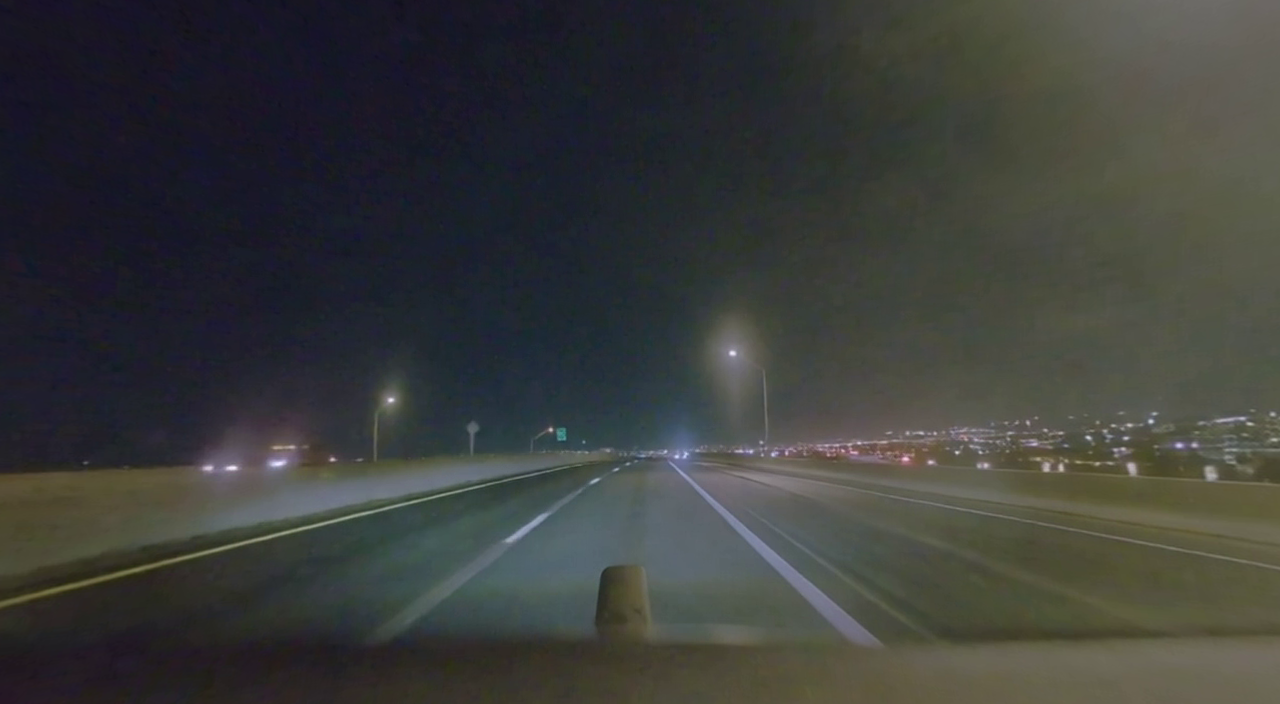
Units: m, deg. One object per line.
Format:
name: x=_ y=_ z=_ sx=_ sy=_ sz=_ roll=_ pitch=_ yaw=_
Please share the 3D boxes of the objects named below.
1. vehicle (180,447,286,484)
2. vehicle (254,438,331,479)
vehicle: x=-23.002 y=6.393 z=35.996 sx=2.239 sy=1.889 sz=5.569 roll=-1 pitch=-9 yaw=0
vehicle: x=-22.913 y=7.030 z=41.830 sx=2.377 sy=2.520 sz=4.471 roll=-1 pitch=-9 yaw=1
